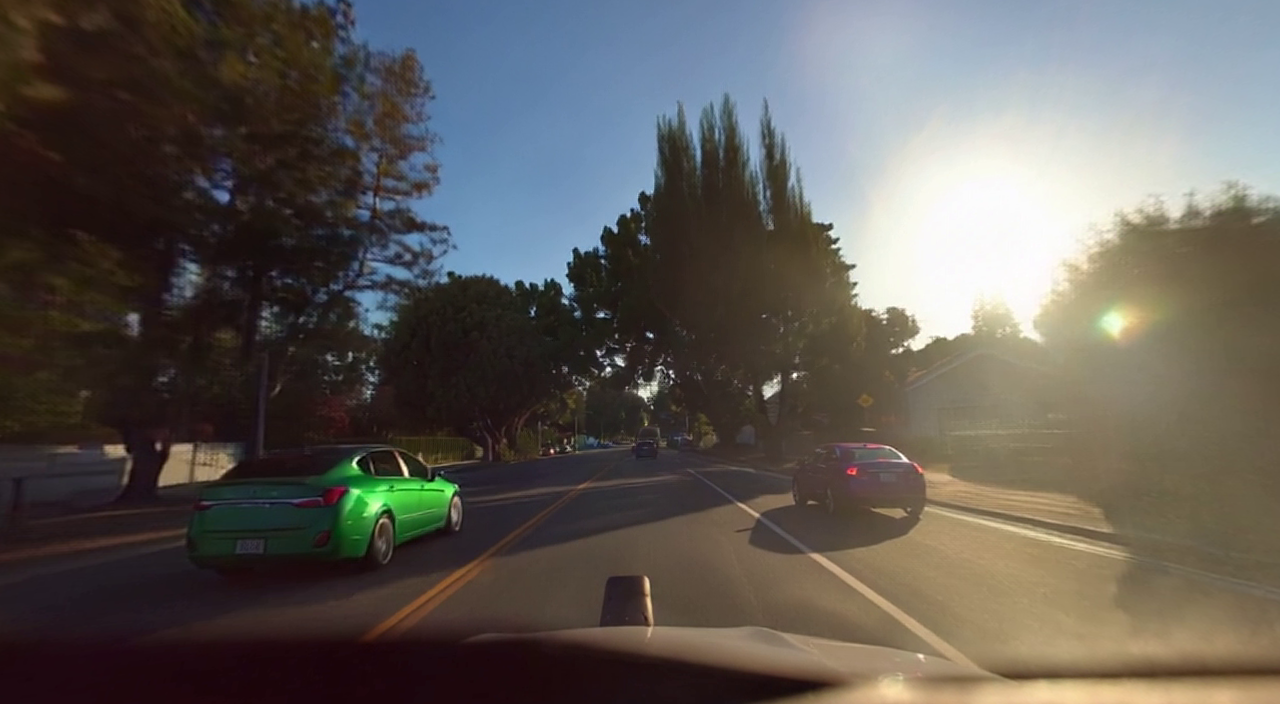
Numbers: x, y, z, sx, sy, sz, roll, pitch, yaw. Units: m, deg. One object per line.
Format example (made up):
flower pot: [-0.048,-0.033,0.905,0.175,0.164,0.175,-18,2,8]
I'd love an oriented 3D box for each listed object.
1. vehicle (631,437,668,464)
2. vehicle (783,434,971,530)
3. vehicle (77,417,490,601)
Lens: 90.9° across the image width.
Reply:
vehicle: [0.629,6.256,40.464,2.206,1.525,4.695,-1,-7,2]
vehicle: [4.284,2.356,12.296,1.943,1.471,4.515,0,-7,0]
vehicle: [-3.643,1.650,7.874,2.162,1.546,4.889,-1,-7,2]
